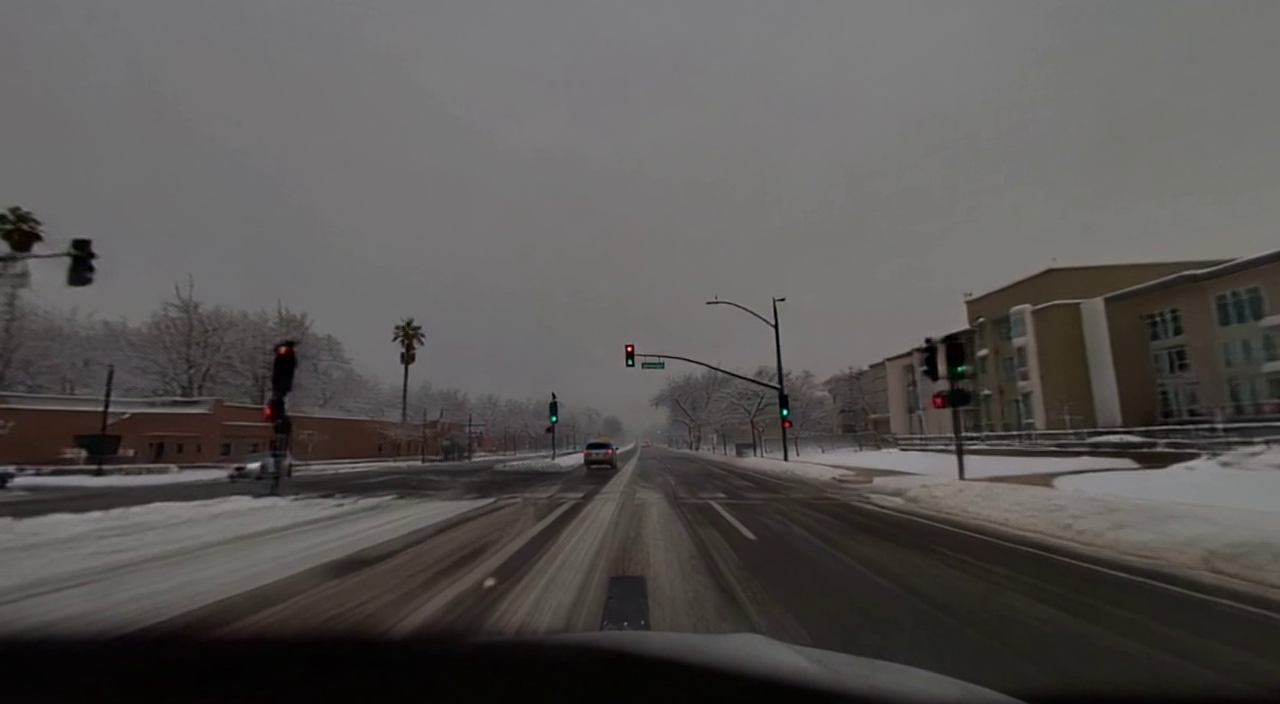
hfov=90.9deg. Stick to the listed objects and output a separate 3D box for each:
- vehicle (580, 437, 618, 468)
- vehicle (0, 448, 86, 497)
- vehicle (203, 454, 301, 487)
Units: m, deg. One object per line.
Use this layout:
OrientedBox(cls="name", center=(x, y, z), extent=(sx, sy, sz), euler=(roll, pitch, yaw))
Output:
OrientedBox(cls="vehicle", center=(-2.440, 6.136, 38.519), extent=(2.011, 1.756, 4.478), euler=(0, -9, 1))
OrientedBox(cls="vehicle", center=(-28.221, 5.460, 28.387), extent=(4.597, 1.952, 2.040), euler=(-3, -7, -1))
OrientedBox(cls="vehicle", center=(-22.765, 6.955, 37.183), extent=(1.988, 1.717, 4.403), euler=(-6, -10, 28))
